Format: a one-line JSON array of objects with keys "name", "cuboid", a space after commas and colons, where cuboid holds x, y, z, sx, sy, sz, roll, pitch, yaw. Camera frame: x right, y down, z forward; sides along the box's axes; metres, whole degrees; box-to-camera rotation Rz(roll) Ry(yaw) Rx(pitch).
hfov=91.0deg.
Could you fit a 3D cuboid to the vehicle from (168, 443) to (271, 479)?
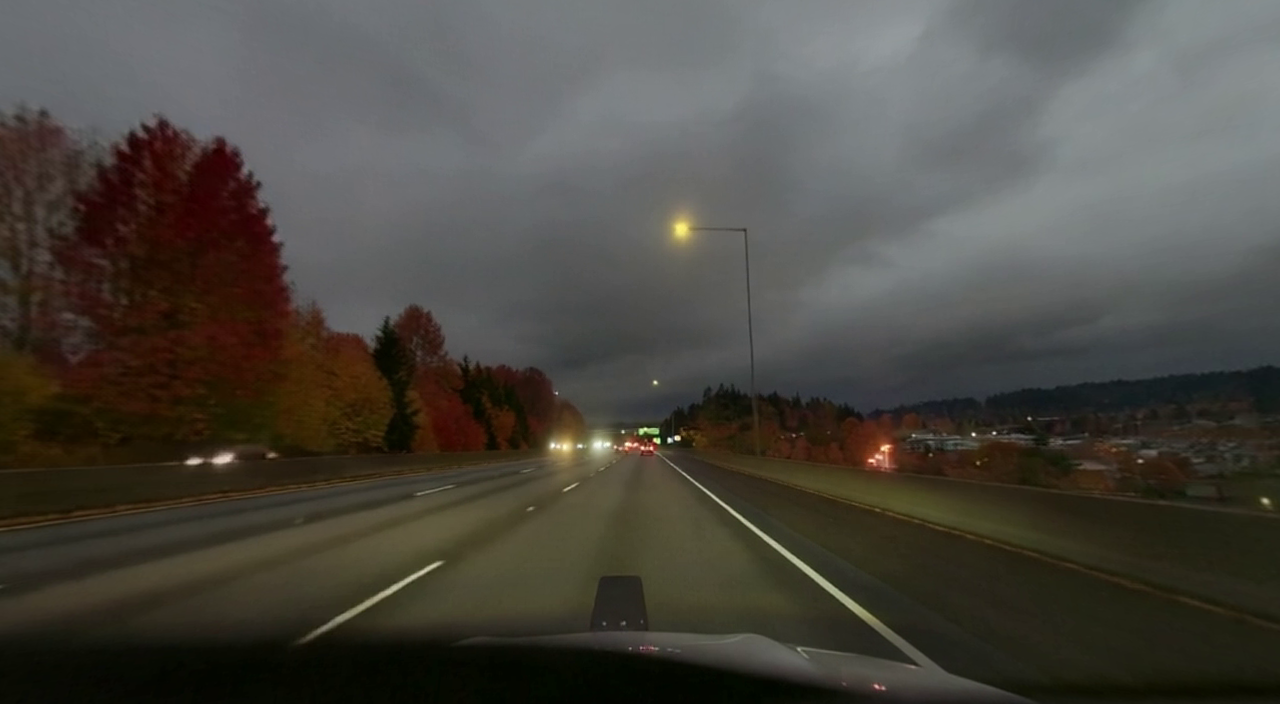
[{"name": "vehicle", "cuboid": [-20.444, 5.288, 30.839, 1.932, 1.596, 4.588, 0, -8, -1]}]
